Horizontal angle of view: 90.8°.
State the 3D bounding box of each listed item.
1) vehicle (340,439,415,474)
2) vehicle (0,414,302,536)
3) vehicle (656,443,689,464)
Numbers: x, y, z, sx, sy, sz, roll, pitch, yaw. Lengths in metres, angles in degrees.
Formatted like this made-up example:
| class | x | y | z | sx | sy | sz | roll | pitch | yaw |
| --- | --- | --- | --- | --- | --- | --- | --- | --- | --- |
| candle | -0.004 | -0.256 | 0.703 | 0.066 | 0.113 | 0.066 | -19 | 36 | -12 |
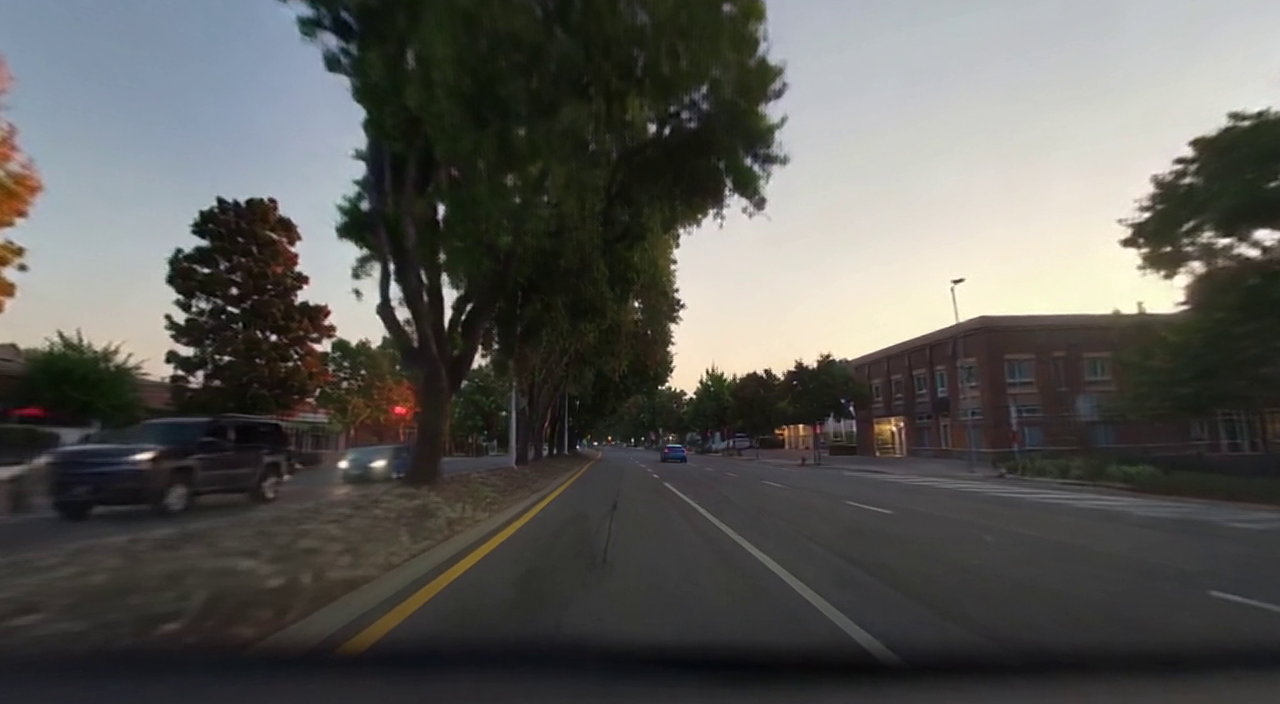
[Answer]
| class | x | y | z | sx | sy | sz | roll | pitch | yaw |
| --- | --- | --- | --- | --- | --- | --- | --- | --- | --- |
| vehicle | -13.667 | 5.431 | 33.171 | 2.123 | 1.692 | 4.419 | 0 | -9 | -2 |
| vehicle | -8.727 | 2.150 | 12.003 | 2.016 | 1.766 | 5.155 | 0 | -7 | -4 |
| vehicle | 2.419 | 7.670 | 47.786 | 1.913 | 1.473 | 4.360 | 1 | -9 | -5 |
